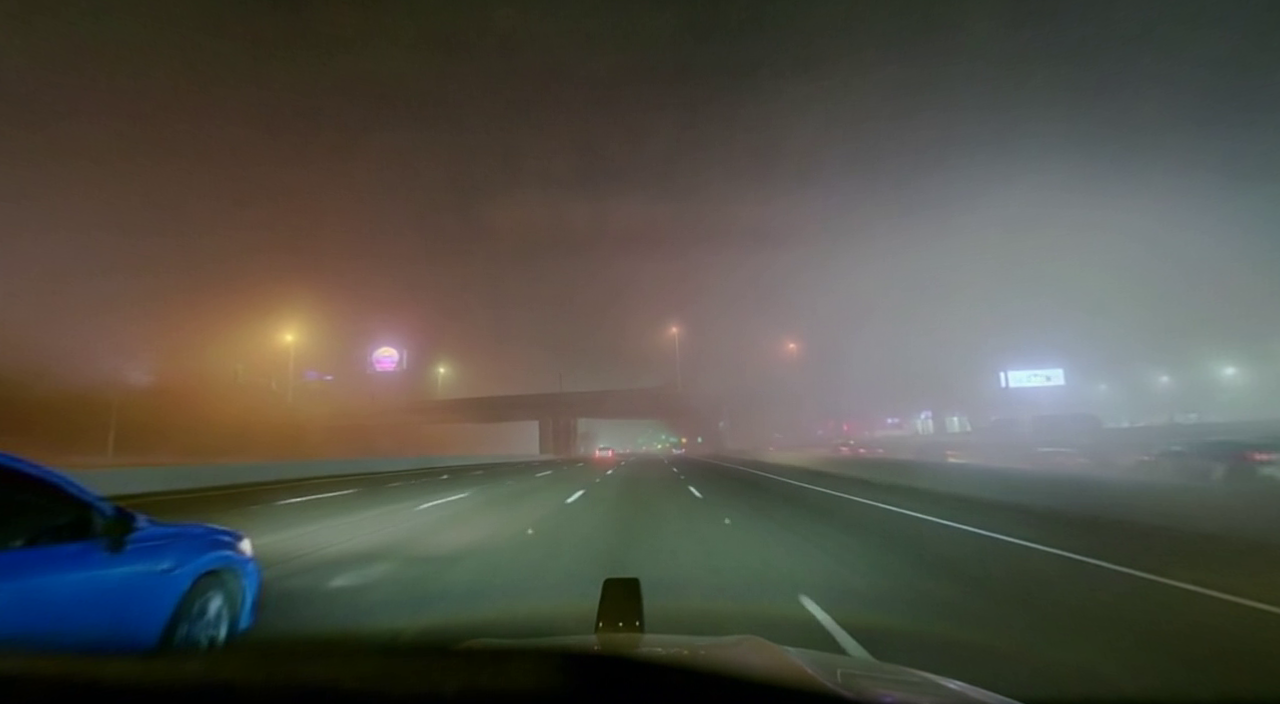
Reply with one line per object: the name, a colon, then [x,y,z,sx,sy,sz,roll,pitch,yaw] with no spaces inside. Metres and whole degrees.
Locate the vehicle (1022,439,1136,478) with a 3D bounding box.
vehicle: [17.974,4.378,26.177,1.712,1.448,4.346,-1,-8,2]

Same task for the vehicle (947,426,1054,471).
vehicle: [17.991,4.863,31.922,2.229,2.050,5.602,-1,-8,2]

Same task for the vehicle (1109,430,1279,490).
vehicle: [17.786,3.376,20.106,1.889,1.648,5.173,-1,-8,2]

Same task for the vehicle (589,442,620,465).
vehicle: [-2.511,7.287,45.530,1.982,1.516,4.327,0,-8,1]
